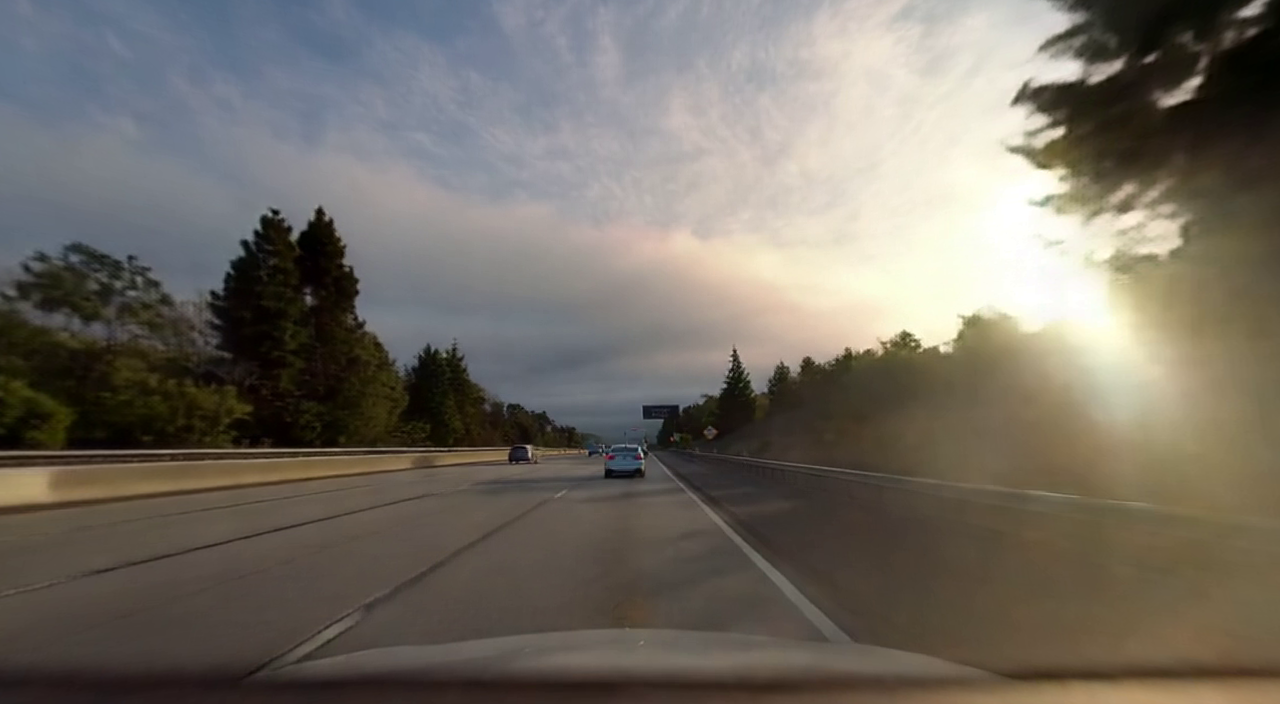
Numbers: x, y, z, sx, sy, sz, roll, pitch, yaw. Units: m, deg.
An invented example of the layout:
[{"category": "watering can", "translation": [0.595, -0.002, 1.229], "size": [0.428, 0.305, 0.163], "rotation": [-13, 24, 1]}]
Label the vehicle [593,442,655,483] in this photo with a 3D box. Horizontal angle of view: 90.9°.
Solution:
[{"category": "vehicle", "translation": [-0.585, 4.335, 24.908], "size": [2.238, 1.479, 3.672], "rotation": [0, -9, 0]}]
